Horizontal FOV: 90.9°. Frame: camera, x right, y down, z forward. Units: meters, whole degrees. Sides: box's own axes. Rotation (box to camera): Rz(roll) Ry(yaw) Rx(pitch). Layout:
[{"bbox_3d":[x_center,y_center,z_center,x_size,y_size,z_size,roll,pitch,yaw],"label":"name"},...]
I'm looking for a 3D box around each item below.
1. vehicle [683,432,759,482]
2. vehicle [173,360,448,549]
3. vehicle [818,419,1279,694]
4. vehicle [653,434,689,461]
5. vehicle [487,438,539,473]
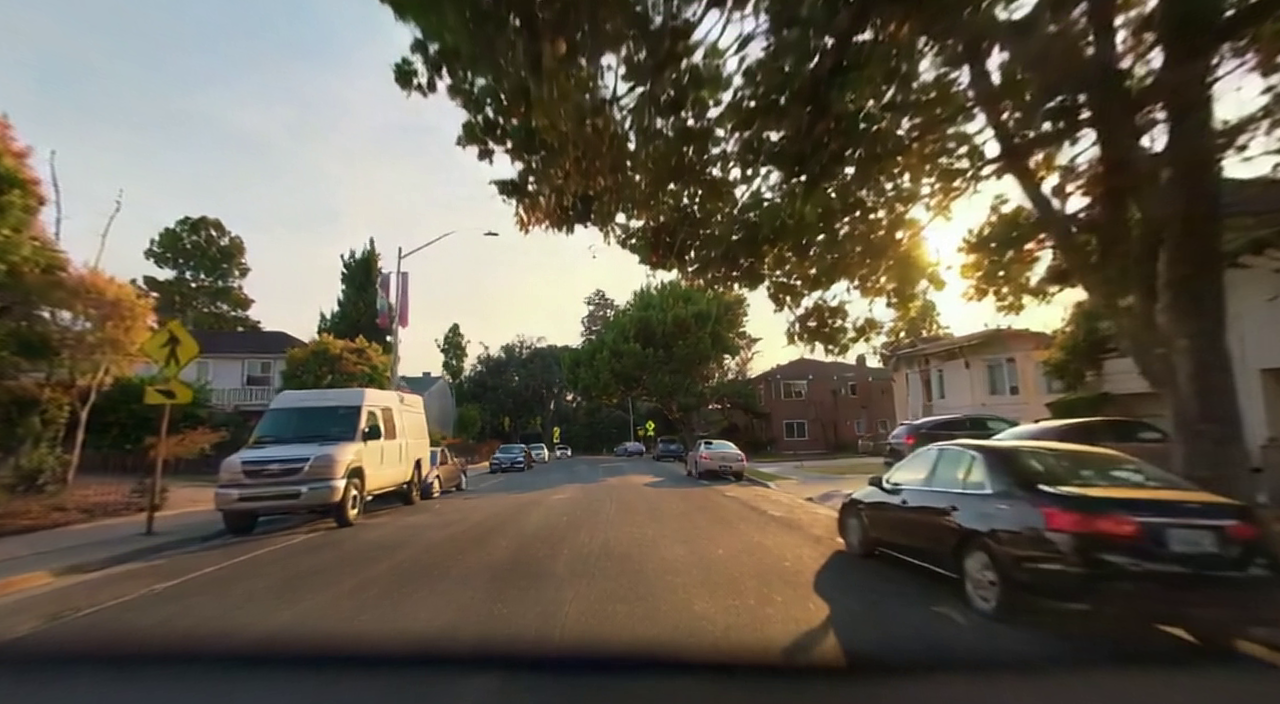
[{"bbox_3d":[2.782,3.722,22.841,1.875,1.568,4.899,0,-7,-3],"label":"vehicle"},{"bbox_3d":[-5.674,1.868,12.145,2.270,2.706,5.871,0,-8,-2],"label":"vehicle"},{"bbox_3d":[3.485,1.428,5.857,1.972,1.492,4.506,0,-7,-5],"label":"vehicle"},{"bbox_3d":[1.968,6.244,41.270,1.997,1.663,4.544,-1,-8,-1],"label":"vehicle"},{"bbox_3d":[-6.490,5.315,32.795,1.972,1.502,5.530,0,-7,-5],"label":"vehicle"}]
